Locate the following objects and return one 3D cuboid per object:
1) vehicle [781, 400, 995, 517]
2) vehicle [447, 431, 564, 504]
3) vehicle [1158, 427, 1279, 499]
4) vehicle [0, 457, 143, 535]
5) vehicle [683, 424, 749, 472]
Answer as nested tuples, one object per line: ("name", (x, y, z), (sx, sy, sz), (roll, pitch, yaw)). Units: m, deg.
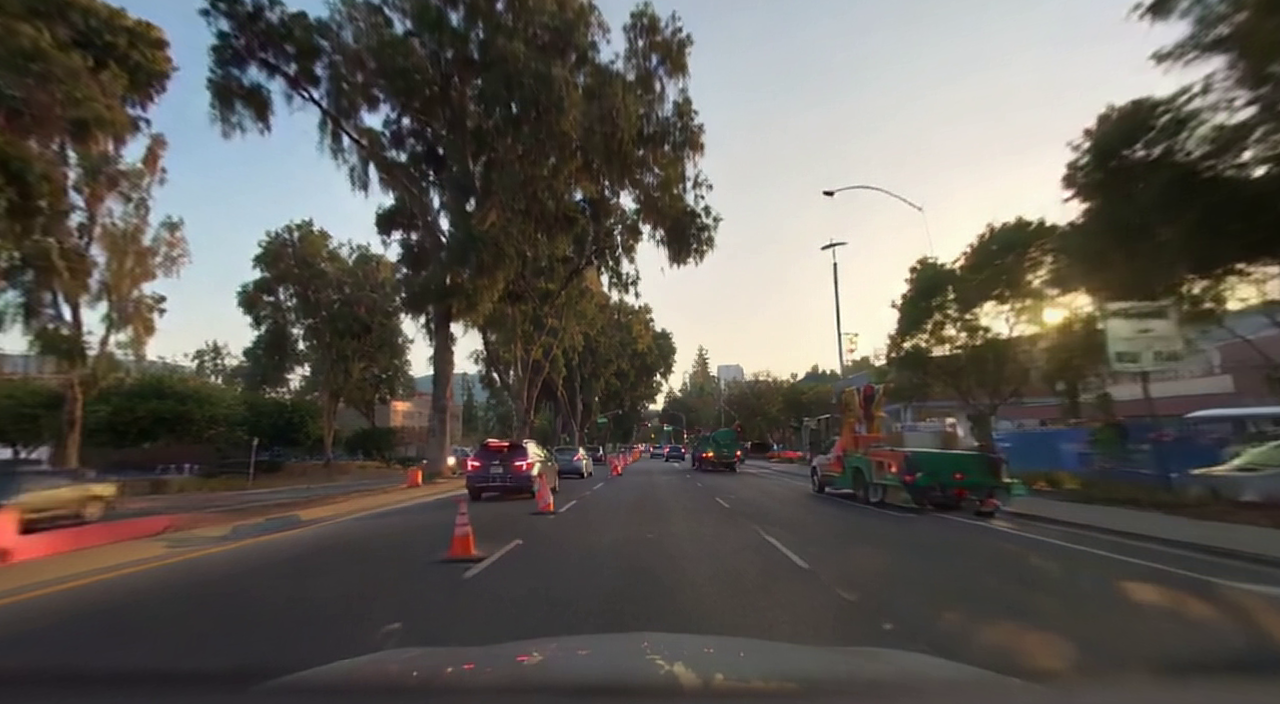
("vehicle", (5.515, 2.552, 15.560), (2.653, 2.231, 6.793), (0, -9, 1))
("vehicle", (-3.400, 3.024, 16.916), (2.038, 1.682, 4.399), (0, -9, 1))
("vehicle", (14.016, 2.338, 13.323), (1.969, 1.457, 4.719), (0, -8, -2))
("vehicle", (-14.324, 3.267, 14.639), (1.826, 1.553, 4.293), (-1, -9, 4))
("vehicle", (4.253, 5.641, 37.134), (2.760, 2.465, 7.936), (0, -9, -1))
